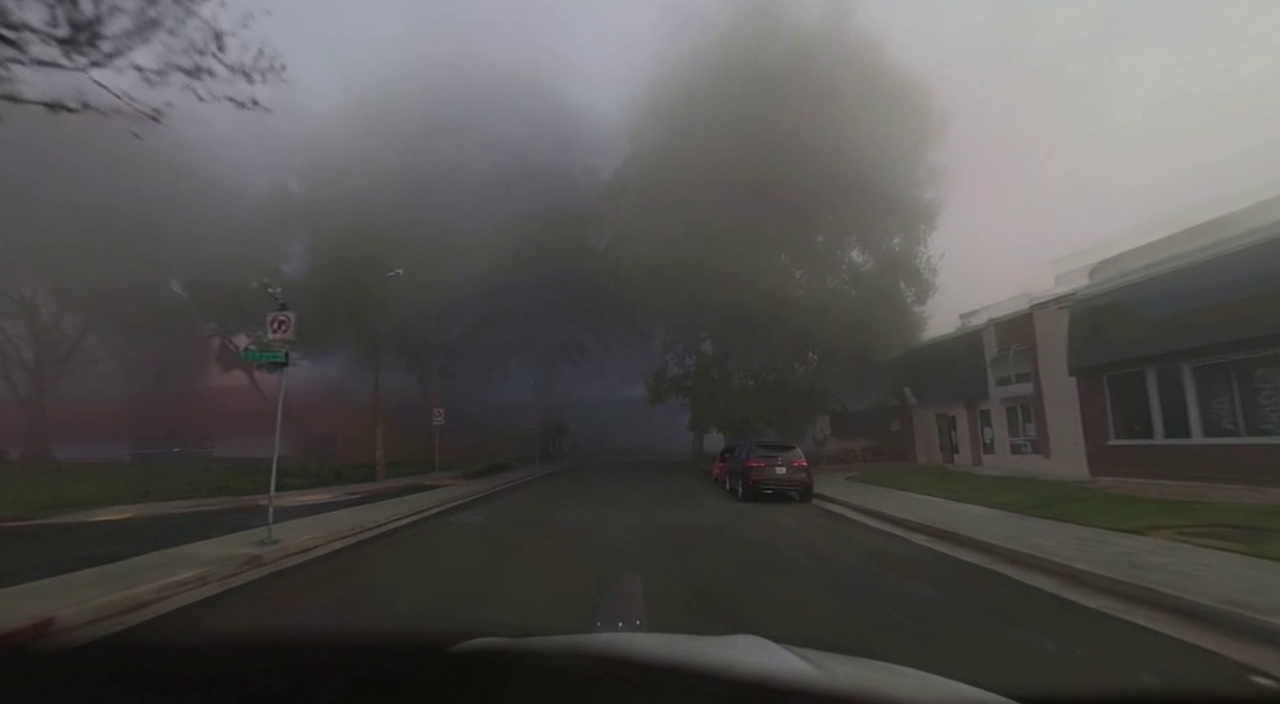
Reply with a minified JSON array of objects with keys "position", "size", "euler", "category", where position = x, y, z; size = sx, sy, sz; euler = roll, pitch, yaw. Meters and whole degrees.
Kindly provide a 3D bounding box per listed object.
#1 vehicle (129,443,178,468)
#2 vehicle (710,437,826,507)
[{"position":[-36.943,7.829,47.922],"size":[2.419,1.687,4.157],"euler":[9,-11,-42],"category":"vehicle"},{"position":[3.113,3.028,16.417],"size":[2.064,1.532,4.596],"euler":[0,-9,0],"category":"vehicle"}]
